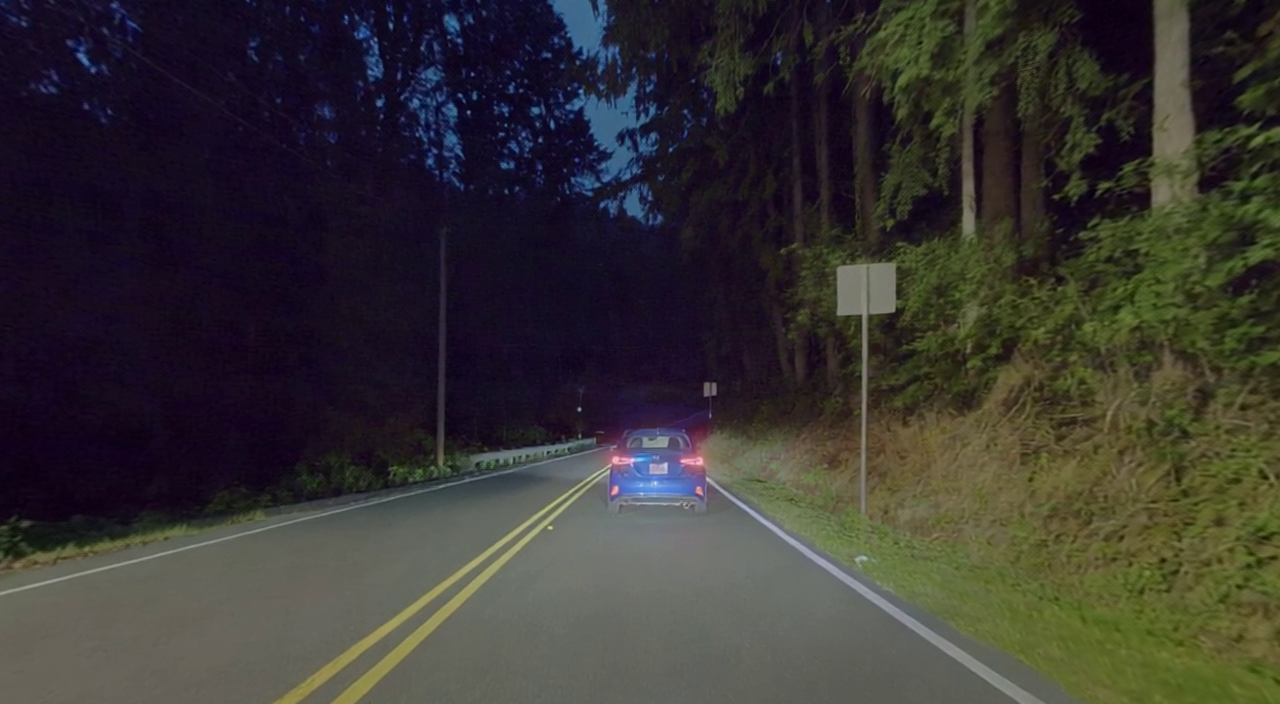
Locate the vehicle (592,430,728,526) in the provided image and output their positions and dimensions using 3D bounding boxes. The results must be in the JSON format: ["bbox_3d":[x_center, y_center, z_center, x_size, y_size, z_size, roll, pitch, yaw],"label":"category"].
[{"bbox_3d":[0.325,2.323,12.157,2.187,1.533,3.726,0,-8,0],"label":"vehicle"}]
